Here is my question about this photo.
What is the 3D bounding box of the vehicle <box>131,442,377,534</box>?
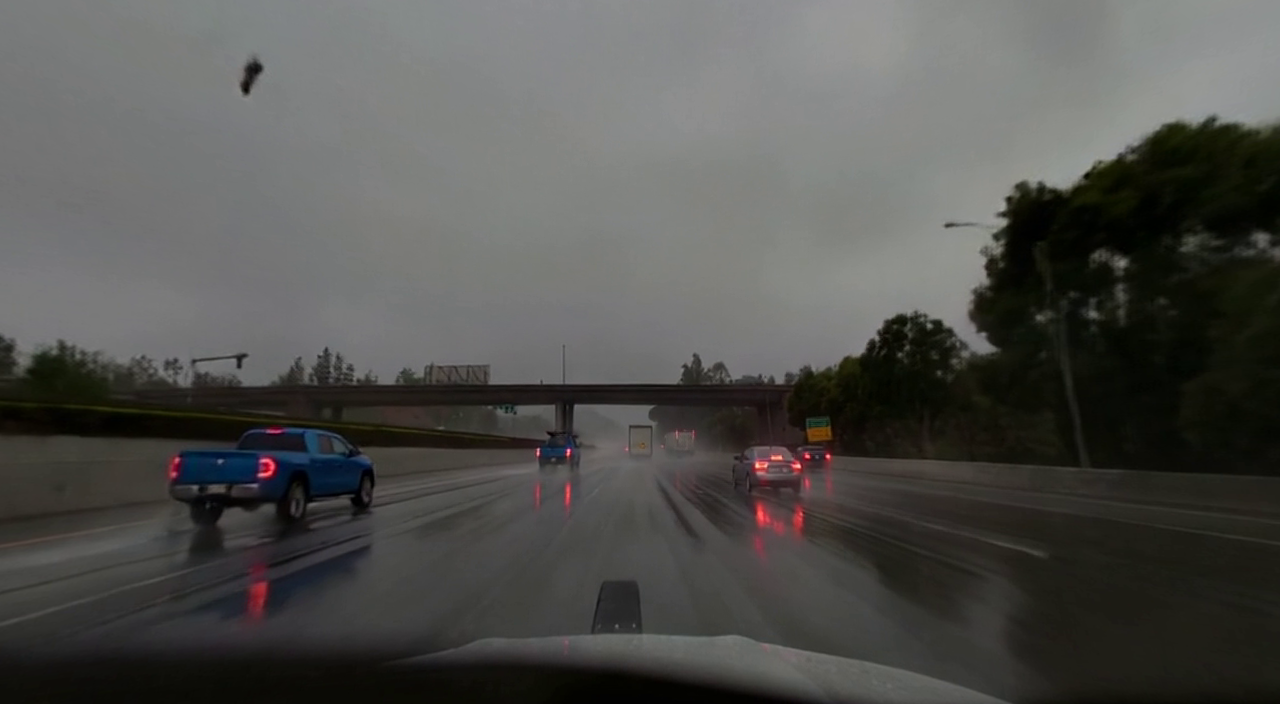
[{"bbox_3d":[-7.131,2.534,12.430,1.947,1.444,4.595,0,-9,0],"label":"vehicle"}]

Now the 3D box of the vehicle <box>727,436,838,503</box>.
[{"bbox_3d":[3.885,3.286,18.007,2.119,1.653,4.000,0,-9,-1],"label":"vehicle"}]

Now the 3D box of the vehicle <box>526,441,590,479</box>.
[{"bbox_3d":[-3.939,5.297,31.278,2.535,1.715,5.030,0,-9,0],"label":"vehicle"}]

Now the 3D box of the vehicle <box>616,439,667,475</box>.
[{"bbox_3d":[0.051,5.777,34.913,2.572,1.837,5.693,0,-9,0],"label":"vehicle"}]
